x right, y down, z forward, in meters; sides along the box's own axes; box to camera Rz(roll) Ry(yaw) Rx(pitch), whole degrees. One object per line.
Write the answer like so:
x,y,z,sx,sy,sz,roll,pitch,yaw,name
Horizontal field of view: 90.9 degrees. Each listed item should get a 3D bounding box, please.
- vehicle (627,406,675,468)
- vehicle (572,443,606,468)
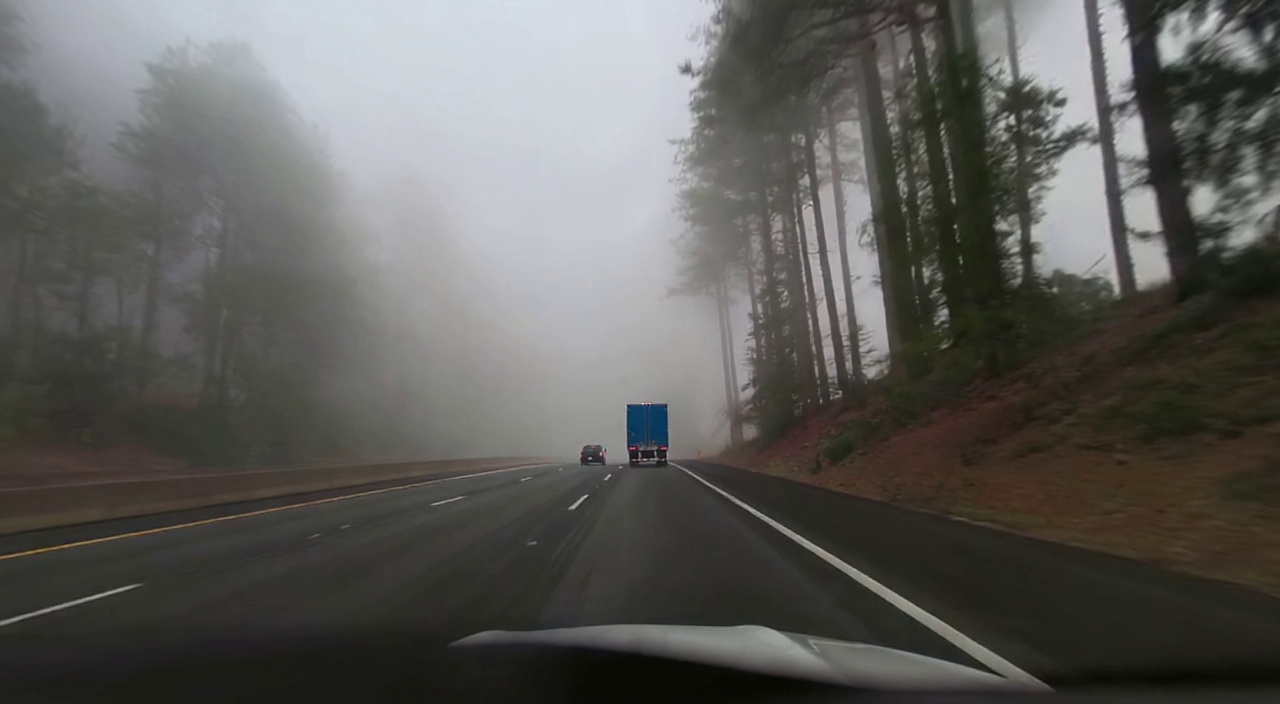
0.713,6.654,49.082,3.320,4.173,11.889,0,-8,0,vehicle
-3.598,7.412,45.341,2.092,1.702,4.297,0,-8,0,vehicle
